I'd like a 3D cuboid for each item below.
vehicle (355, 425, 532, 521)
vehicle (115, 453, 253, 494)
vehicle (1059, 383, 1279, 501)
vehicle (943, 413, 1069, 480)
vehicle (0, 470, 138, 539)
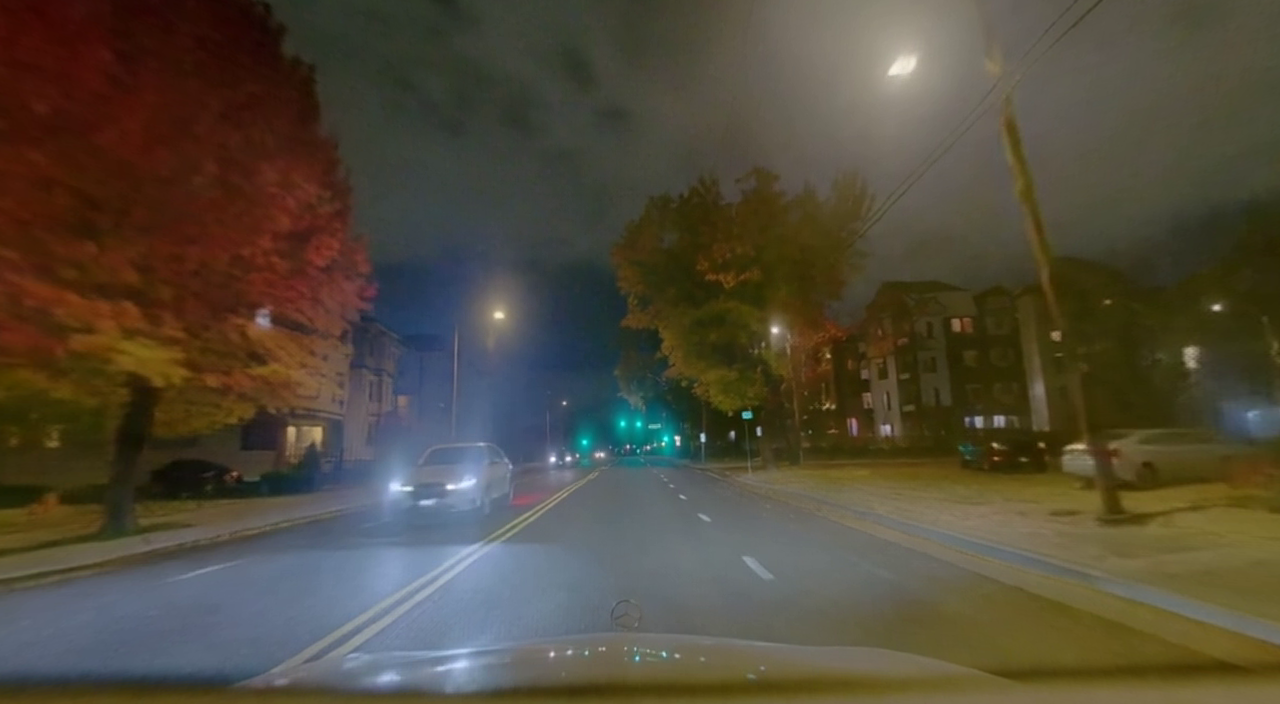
[{"bbox_3d":[-3.957,2.568,13.845,2.356,1.702,4.700,-1,-9,0],"label":"vehicle"},{"bbox_3d":[-22.137,5.887,30.799,5.117,1.766,2.239,-2,-7,3],"label":"vehicle"},{"bbox_3d":[9.529,1.669,11.590,2.051,1.687,4.858,-4,-10,22],"label":"vehicle"},{"bbox_3d":[11.954,3.178,21.096,2.028,1.935,5.021,-2,-9,11],"label":"vehicle"},{"bbox_3d":[-15.029,3.594,15.087,4.649,1.423,1.850,-1,-9,6],"label":"vehicle"}]
